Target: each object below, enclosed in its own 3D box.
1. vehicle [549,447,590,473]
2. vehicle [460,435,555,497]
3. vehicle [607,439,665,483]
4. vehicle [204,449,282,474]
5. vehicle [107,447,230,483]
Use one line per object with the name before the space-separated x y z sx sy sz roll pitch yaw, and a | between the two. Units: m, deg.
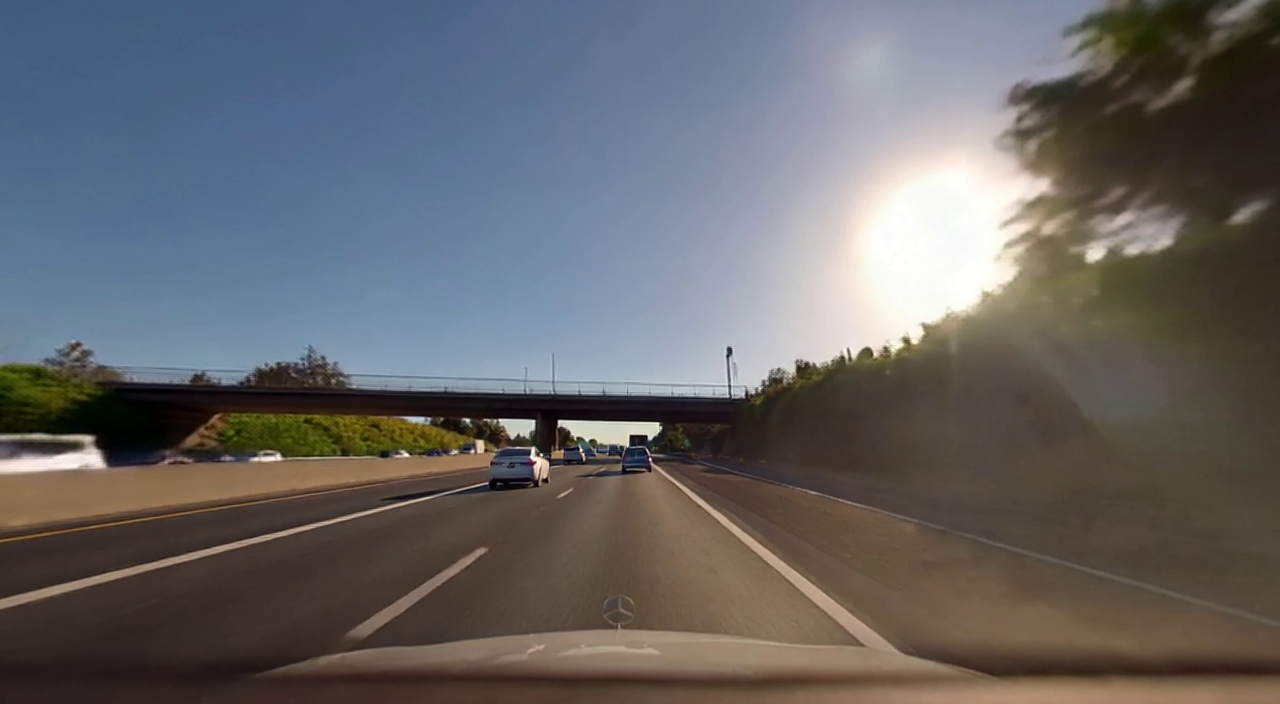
vehicle | -4.319 6.636 39.124 2.084 1.528 4.094 0 -9 0
vehicle | -4.057 3.569 20.154 2.044 1.717 4.421 0 -9 1
vehicle | -0.191 4.765 27.978 2.378 1.750 4.355 0 -9 -1
vehicle | -25.186 6.934 40.296 1.861 1.467 4.782 0 -8 0
vehicle | -20.863 4.982 28.254 1.907 1.462 4.688 0 -8 0
